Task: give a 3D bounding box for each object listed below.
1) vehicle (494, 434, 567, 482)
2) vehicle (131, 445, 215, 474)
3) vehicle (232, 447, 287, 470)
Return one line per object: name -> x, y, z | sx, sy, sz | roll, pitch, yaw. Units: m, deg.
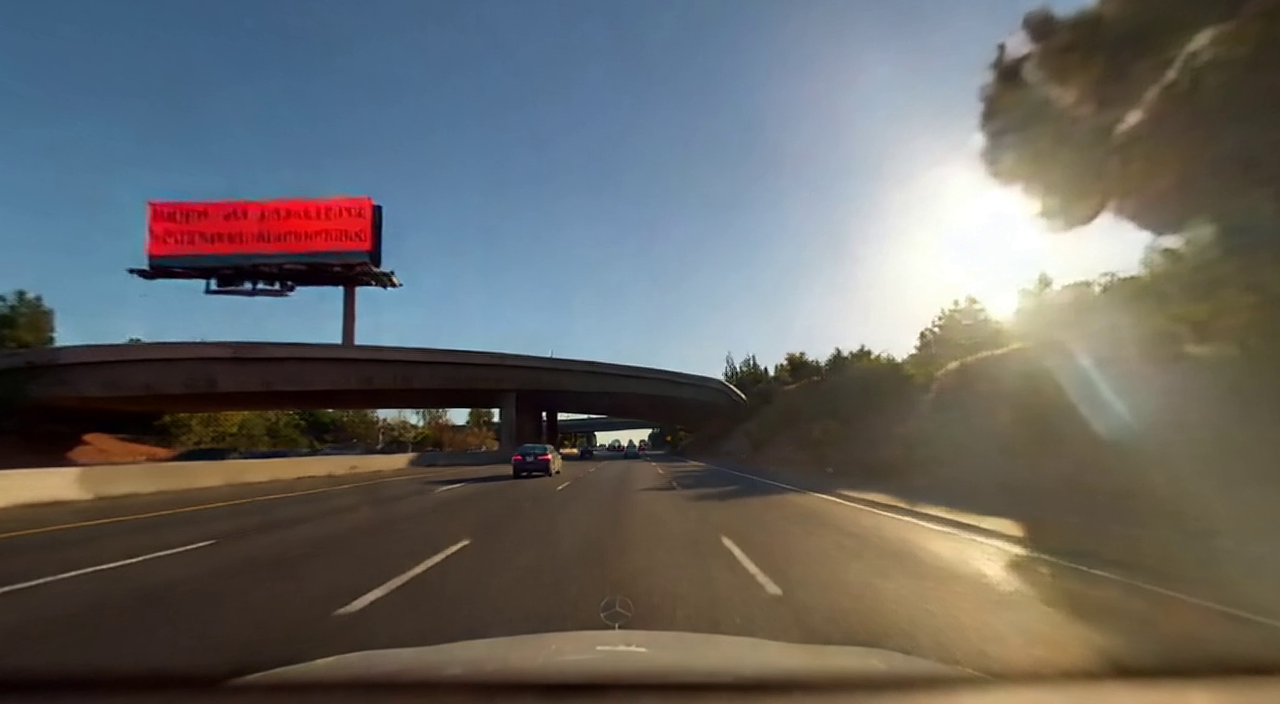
vehicle -> -4.306, 4.270, 25.656 | 2.102, 1.727, 4.704 | 0, -9, 0
vehicle -> -23.188, 5.339, 31.487 | 1.475, 1.335, 3.354 | 1, -8, 2
vehicle -> -25.656, 7.157, 42.691 | 1.563, 1.409, 3.402 | 1, -9, 0
